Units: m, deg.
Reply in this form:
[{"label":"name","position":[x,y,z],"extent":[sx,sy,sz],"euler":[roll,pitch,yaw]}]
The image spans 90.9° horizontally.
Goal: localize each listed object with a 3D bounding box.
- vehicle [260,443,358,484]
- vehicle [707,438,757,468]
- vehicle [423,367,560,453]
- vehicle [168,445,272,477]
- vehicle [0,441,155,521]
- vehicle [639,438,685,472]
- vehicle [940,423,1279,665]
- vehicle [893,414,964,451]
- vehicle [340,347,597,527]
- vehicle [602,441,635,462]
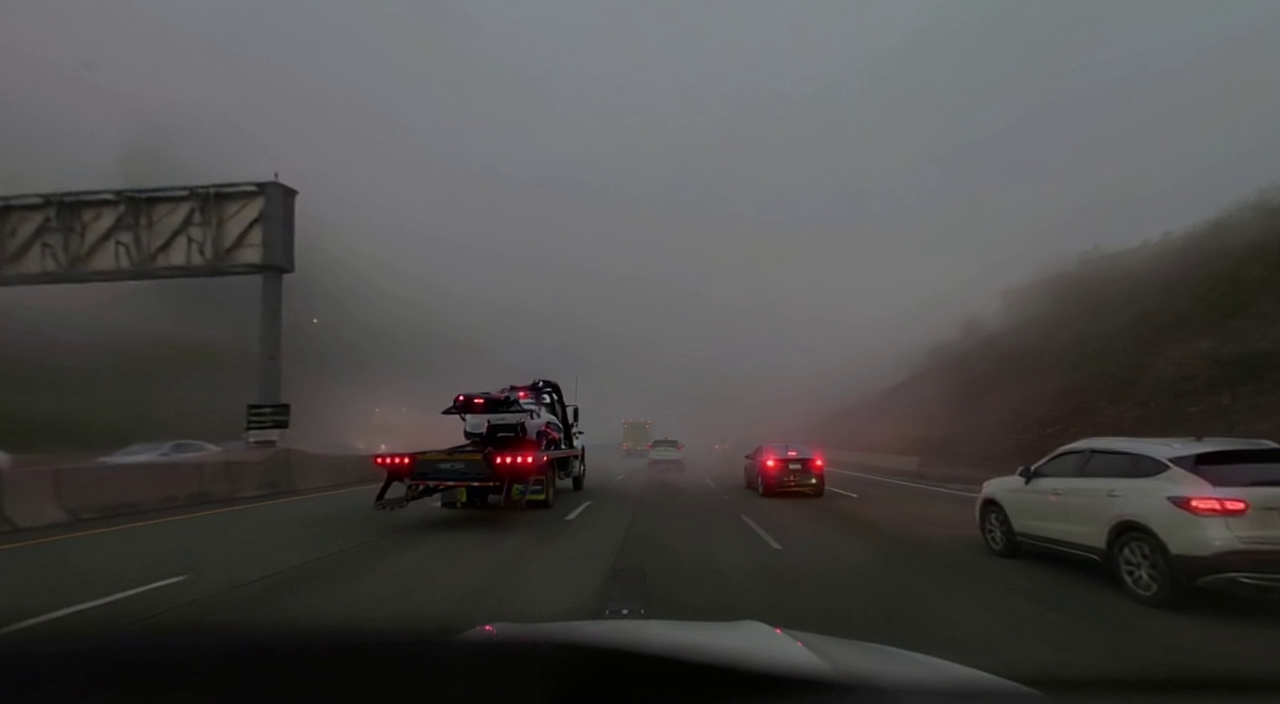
[{"label":"vehicle","position":[-12.984,4.363,25.003],"extent":[1.824,1.475,3.671],"euler":[0,-8,2]},{"label":"vehicle","position":[5.158,5.715,35.878],"extent":[2.075,1.614,4.682],"euler":[0,-8,-1]},{"label":"vehicle","position":[-3.181,1.471,14.655],"extent":[1.893,1.674,4.766],"euler":[0,-8,2]},{"label":"vehicle","position":[-20.006,5.178,30.293],"extent":[1.891,1.446,4.389],"euler":[0,-8,2]},{"label":"vehicle","position":[-13.006,2.621,13.178],"extent":[1.937,1.489,4.688],"euler":[0,-8,1]},{"label":"vehicle","position":[1.043,4.909,30.204],"extent":[2.079,1.499,3.915],"euler":[0,-8,2]},{"label":"vehicle","position":[4.894,1.461,5.748],"extent":[2.040,1.481,4.260],"euler":[0,-8,-3]},{"label":"vehicle","position":[20.678,5.868,45.440],"extent":[2.433,2.488,4.939],"euler":[1,-9,-4]},{"label":"vehicle","position":[-3.166,2.127,15.557],"extent":[3.162,2.955,10.282],"euler":[0,-8,2]},{"label":"vehicle","position":[-1.520,7.257,46.098],"extent":[2.016,1.450,4.310],"euler":[-1,-8,3]}]
